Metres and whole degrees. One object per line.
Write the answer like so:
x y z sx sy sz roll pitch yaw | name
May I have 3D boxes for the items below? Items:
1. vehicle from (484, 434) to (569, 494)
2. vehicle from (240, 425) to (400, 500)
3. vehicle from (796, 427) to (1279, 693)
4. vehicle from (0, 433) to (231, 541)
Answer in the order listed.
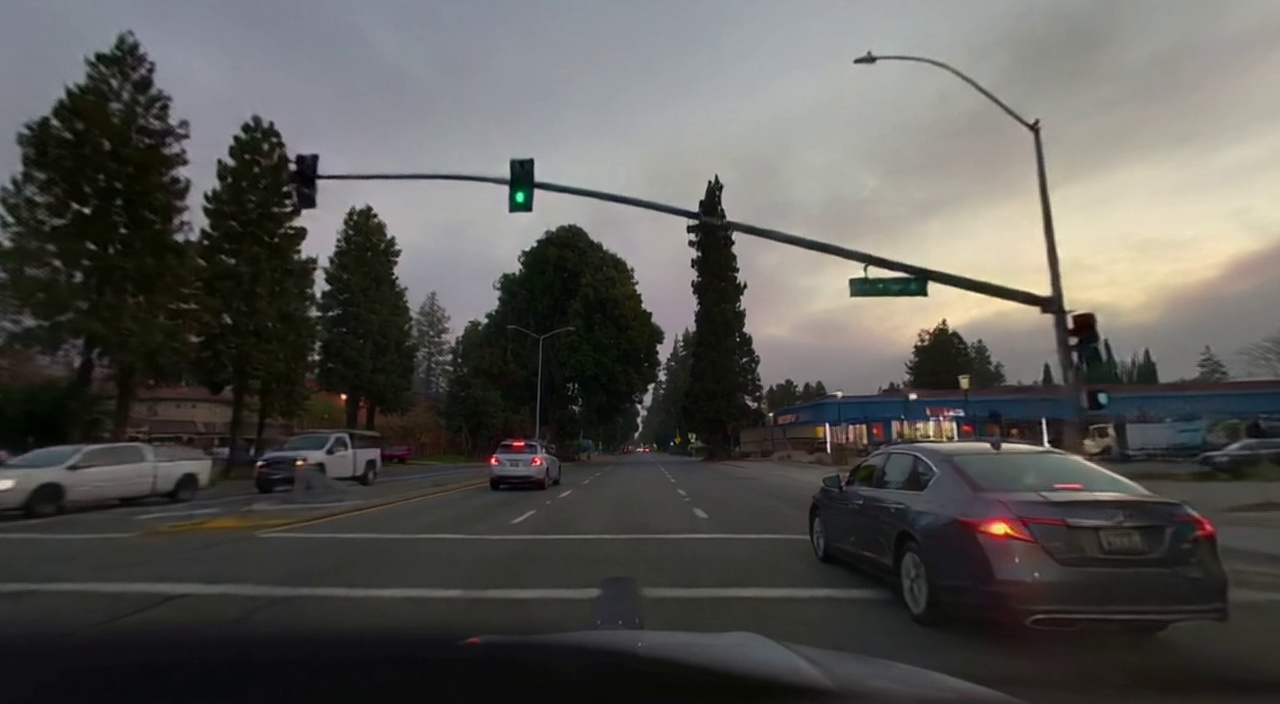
-3.735 3.774 21.686 1.997 1.806 4.500 0 -9 1 | vehicle
-9.621 3.372 19.660 2.301 1.926 5.183 -2 -9 0 | vehicle
3.137 1.557 6.094 1.975 1.502 4.787 0 -9 -1 | vehicle
-10.049 2.353 11.655 1.942 1.576 4.567 -1 -9 0 | vehicle
